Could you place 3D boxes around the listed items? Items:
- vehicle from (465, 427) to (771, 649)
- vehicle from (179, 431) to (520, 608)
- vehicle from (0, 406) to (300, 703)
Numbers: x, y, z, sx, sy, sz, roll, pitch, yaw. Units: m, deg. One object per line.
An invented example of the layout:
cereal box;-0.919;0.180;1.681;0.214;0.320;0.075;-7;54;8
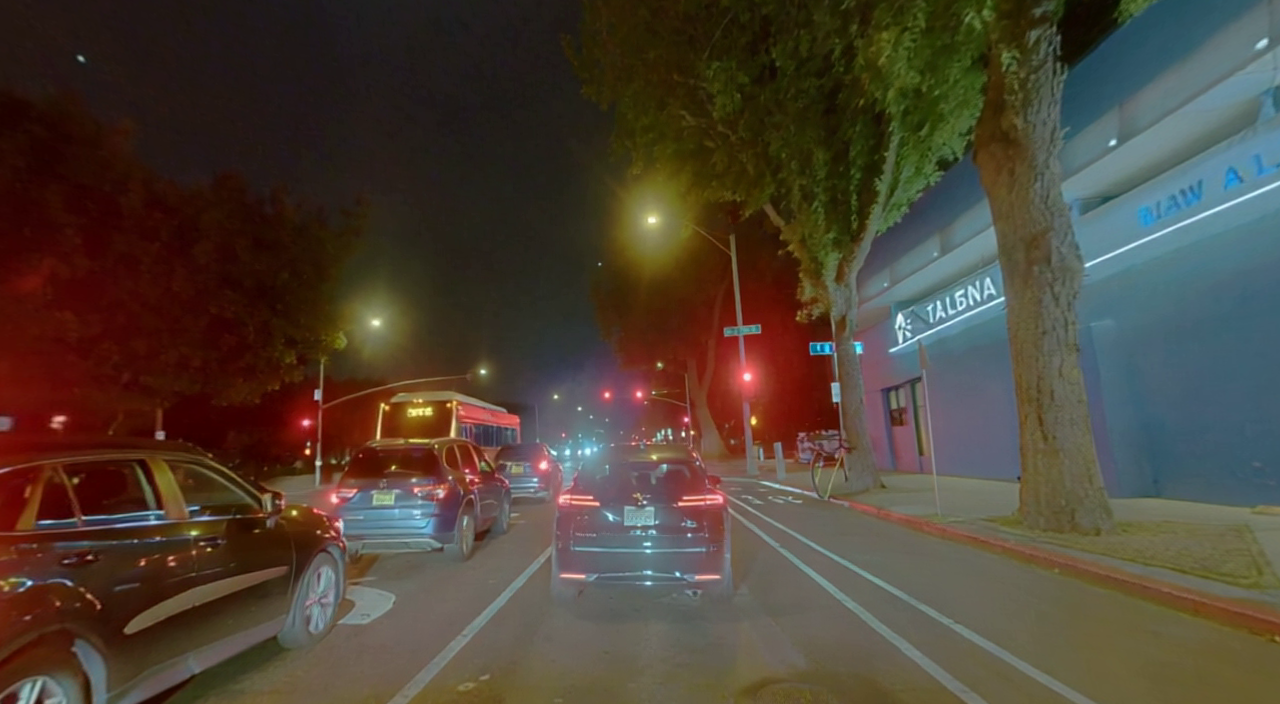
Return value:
vehicle;-0.134;1.523;6.162;2.031;1.461;3.763;0;-8;0
vehicle;-2.906;1.751;7.626;1.944;1.481;4.385;0;-8;1
vehicle;-3.168;0.869;1.720;1.867;1.486;4.452;0;-8;2
